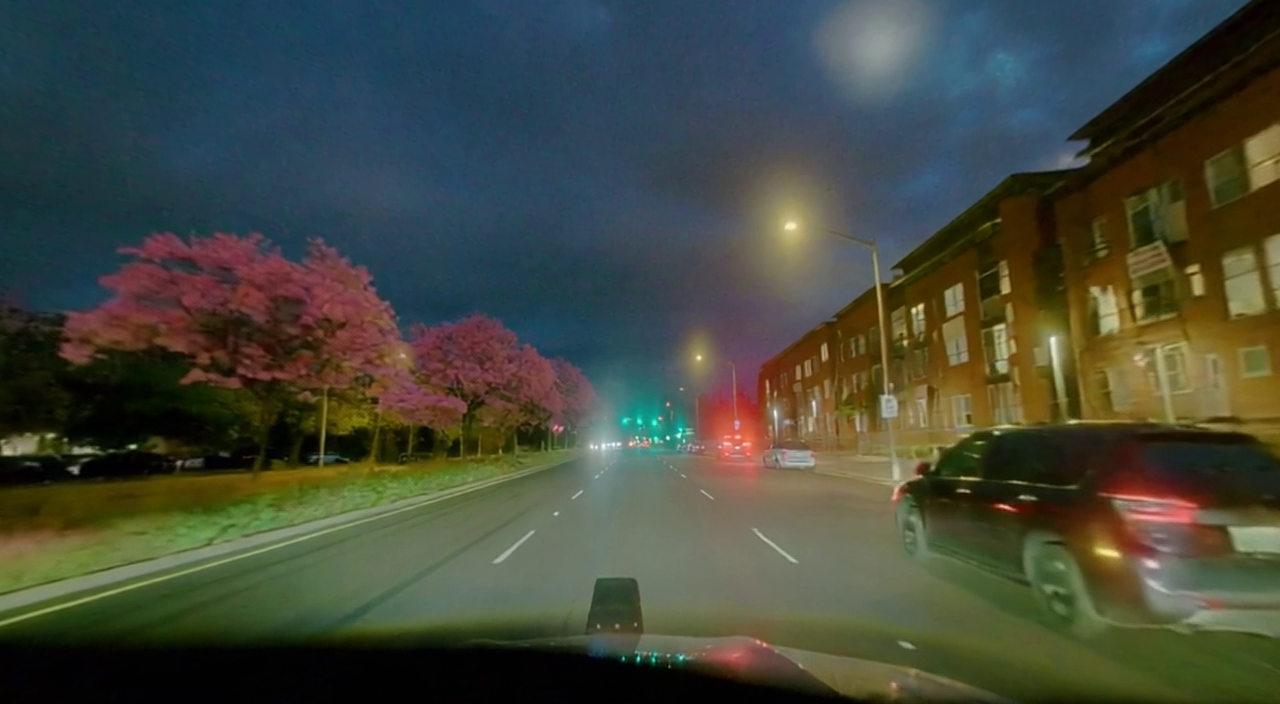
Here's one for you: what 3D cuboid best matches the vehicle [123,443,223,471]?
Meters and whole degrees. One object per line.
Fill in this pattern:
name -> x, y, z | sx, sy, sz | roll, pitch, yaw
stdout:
vehicle -> -33.620, 7.564, 45.599 | 5.605, 1.774, 2.197 | -3, -9, 3

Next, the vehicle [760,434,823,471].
vehicle -> 7.293, 4.879, 30.777 | 1.940, 1.647, 4.309 | 0, -8, -1

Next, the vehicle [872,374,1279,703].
vehicle -> 3.687, 1.207, 5.174 | 1.984, 1.580, 4.413 | 0, -8, 2

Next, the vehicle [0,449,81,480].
vehicle -> -33.788, 6.153, 34.708 | 4.339, 1.608, 1.871 | 0, -8, 2

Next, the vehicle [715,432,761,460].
vehicle -> 7.069, 6.879, 46.154 | 2.450, 1.892, 5.107 | 0, -8, -2
